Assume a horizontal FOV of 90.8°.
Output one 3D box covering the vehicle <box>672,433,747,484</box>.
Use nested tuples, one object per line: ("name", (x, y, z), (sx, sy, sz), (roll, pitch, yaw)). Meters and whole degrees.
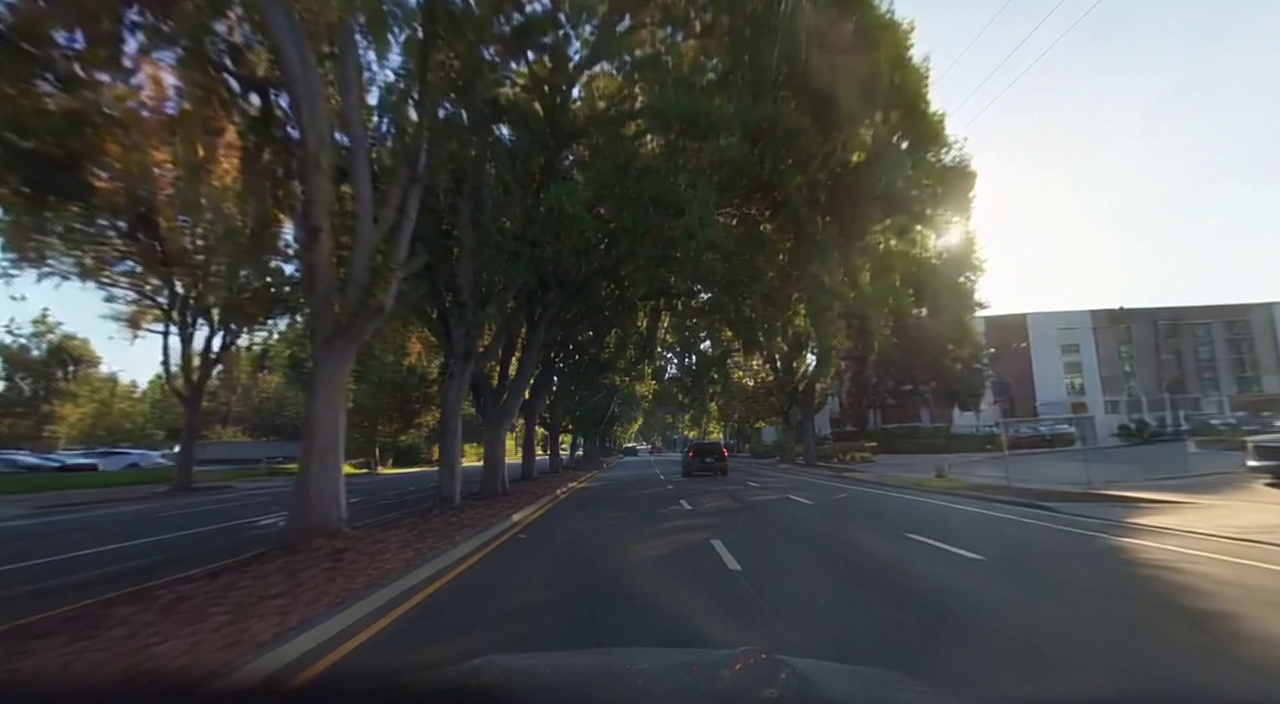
("vehicle", (2.548, 4.069, 24.454), (2.240, 1.740, 4.605), (0, -8, -2))
